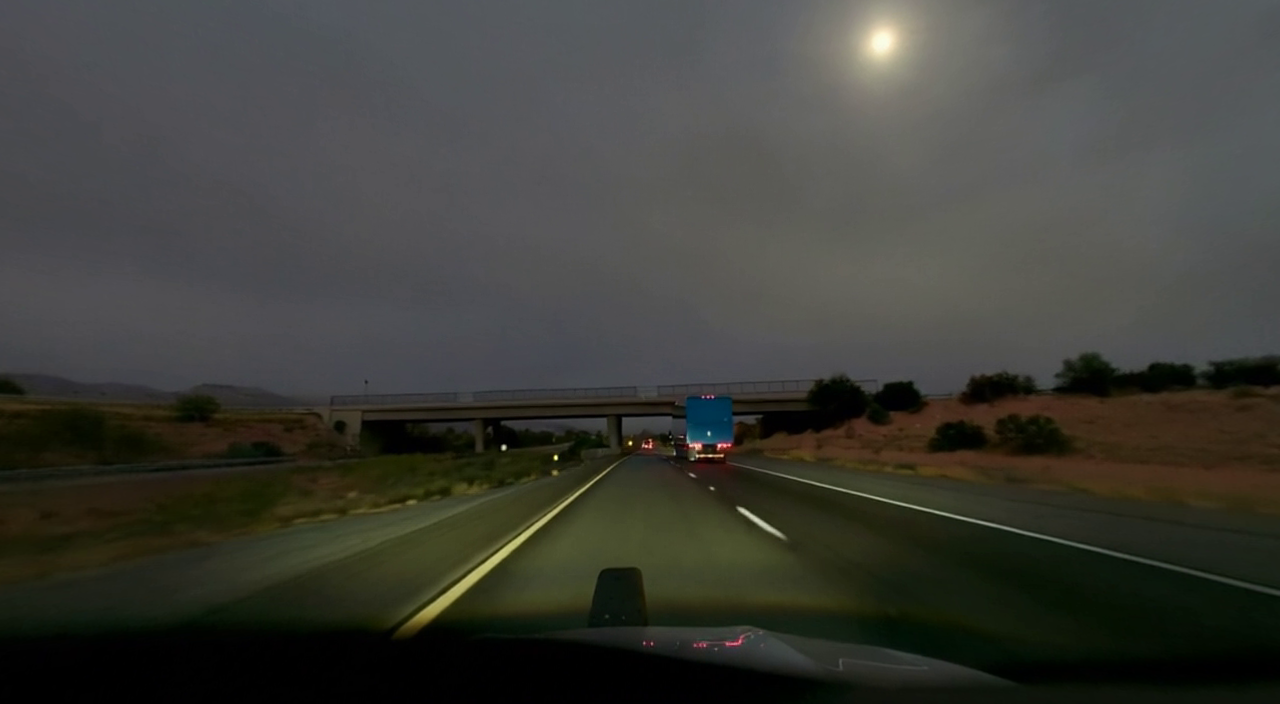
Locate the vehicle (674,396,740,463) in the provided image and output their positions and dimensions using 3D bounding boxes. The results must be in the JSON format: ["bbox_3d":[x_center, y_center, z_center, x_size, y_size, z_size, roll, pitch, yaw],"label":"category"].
[{"bbox_3d":[4.154,5.203,41.583,3.024,3.834,10.128,0,-8,-1],"label":"vehicle"}]
